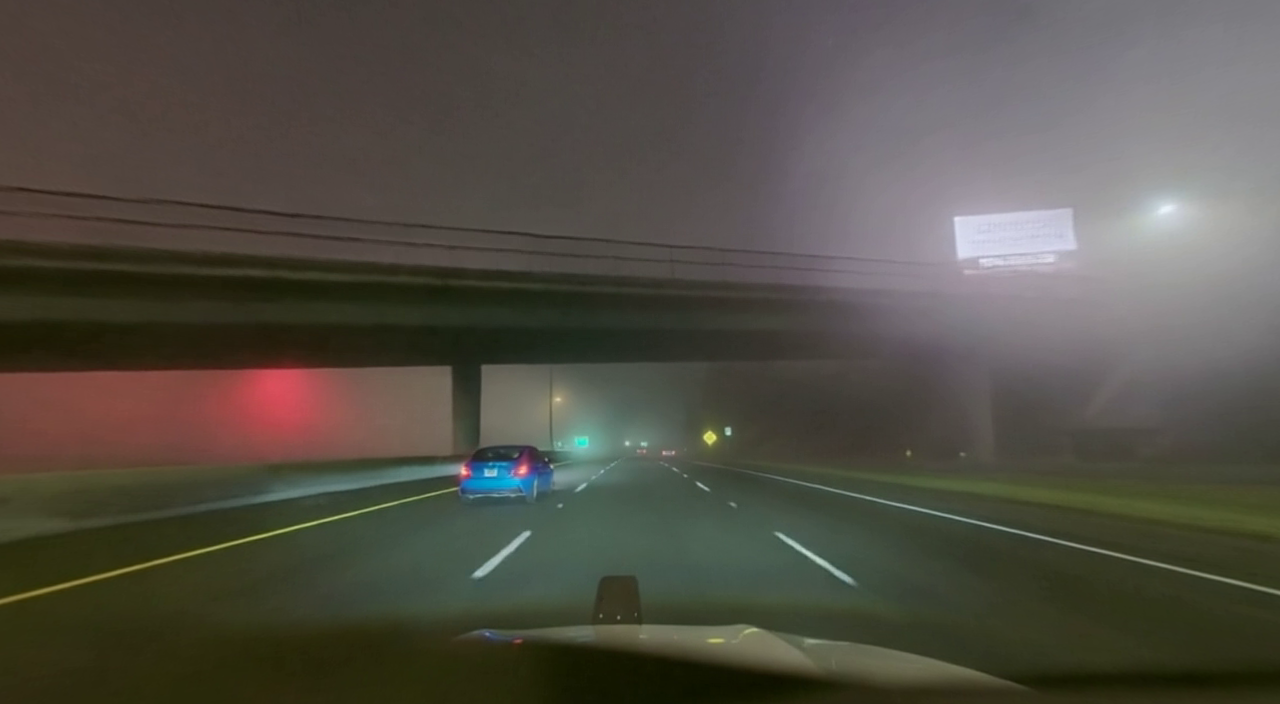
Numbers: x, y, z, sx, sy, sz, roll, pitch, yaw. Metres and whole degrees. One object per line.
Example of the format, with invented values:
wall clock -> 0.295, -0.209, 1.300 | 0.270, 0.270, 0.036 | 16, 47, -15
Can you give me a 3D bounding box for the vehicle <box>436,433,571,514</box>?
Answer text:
vehicle -> -2.932, 2.719, 14.705 | 2.029, 1.557, 4.570 | 0, -8, 1
